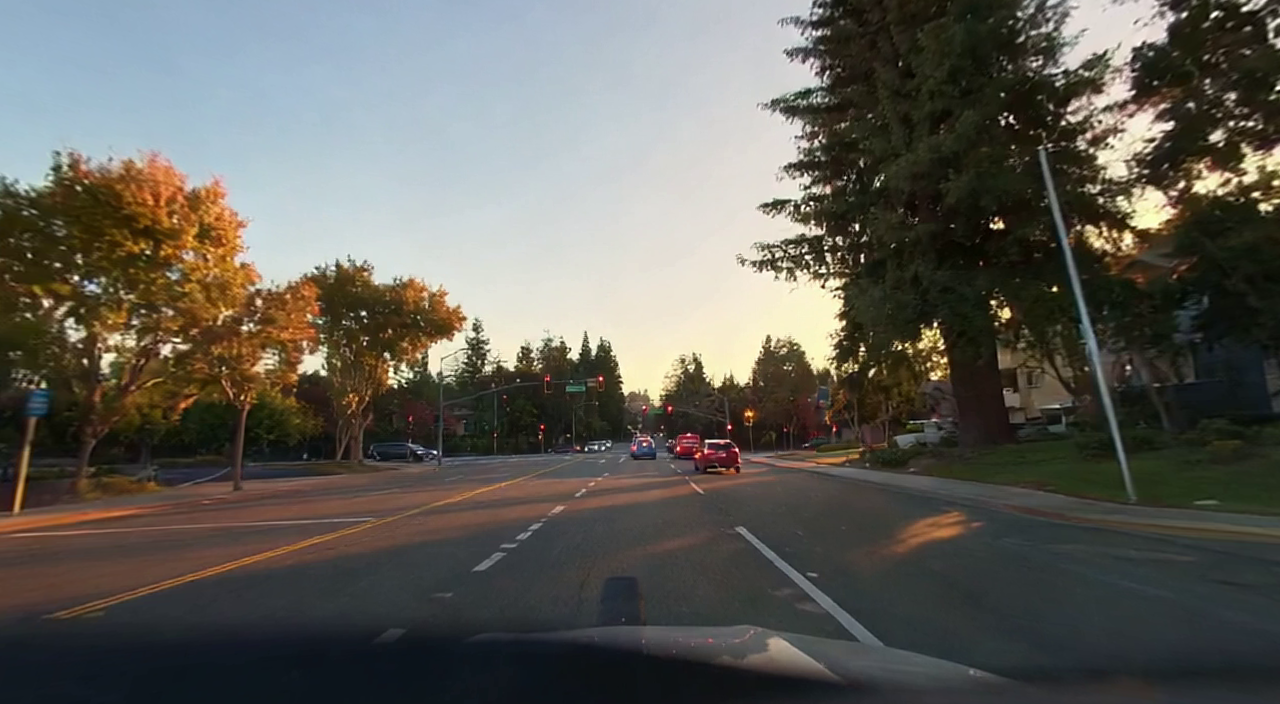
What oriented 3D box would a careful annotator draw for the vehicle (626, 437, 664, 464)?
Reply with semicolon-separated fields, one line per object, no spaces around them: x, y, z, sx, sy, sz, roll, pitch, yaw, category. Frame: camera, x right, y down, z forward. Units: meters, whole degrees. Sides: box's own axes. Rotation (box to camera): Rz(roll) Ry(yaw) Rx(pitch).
0.333;6.437;41.035;2.321;1.624;4.367;0;-9;1;vehicle

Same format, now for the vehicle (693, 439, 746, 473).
3.727;4.990;30.323;1.934;1.506;4.544;0;-9;-1;vehicle

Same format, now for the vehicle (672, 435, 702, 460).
3.681;7.524;49.470;2.059;1.924;4.257;0;-9;0;vehicle
